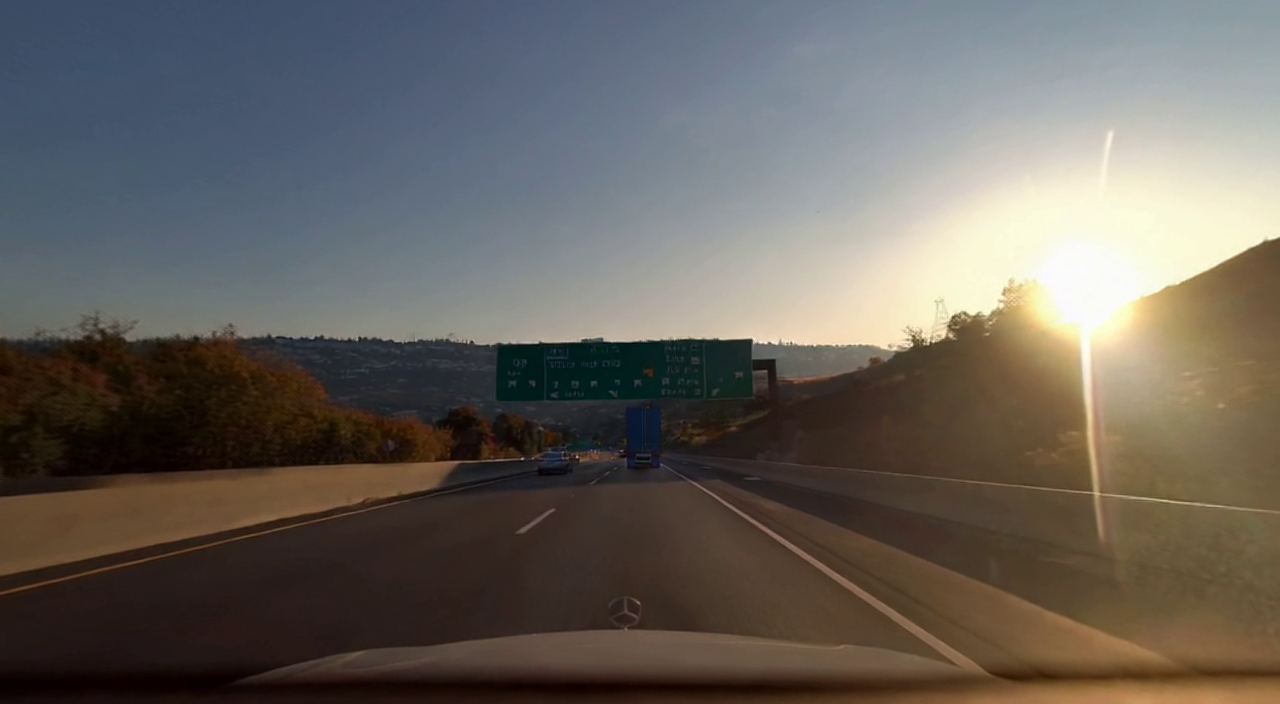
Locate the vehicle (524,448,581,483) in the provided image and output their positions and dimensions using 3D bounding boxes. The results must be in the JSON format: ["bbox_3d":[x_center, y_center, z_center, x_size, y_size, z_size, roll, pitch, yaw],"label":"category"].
[{"bbox_3d":[-4.043,5.310,29.908,2.053,1.523,4.450,0,-9,1],"label":"vehicle"}]

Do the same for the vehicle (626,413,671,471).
[{"bbox_3d":[0.456,6.774,47.167,2.864,3.805,9.500,0,-9,-2],"label":"vehicle"}]
